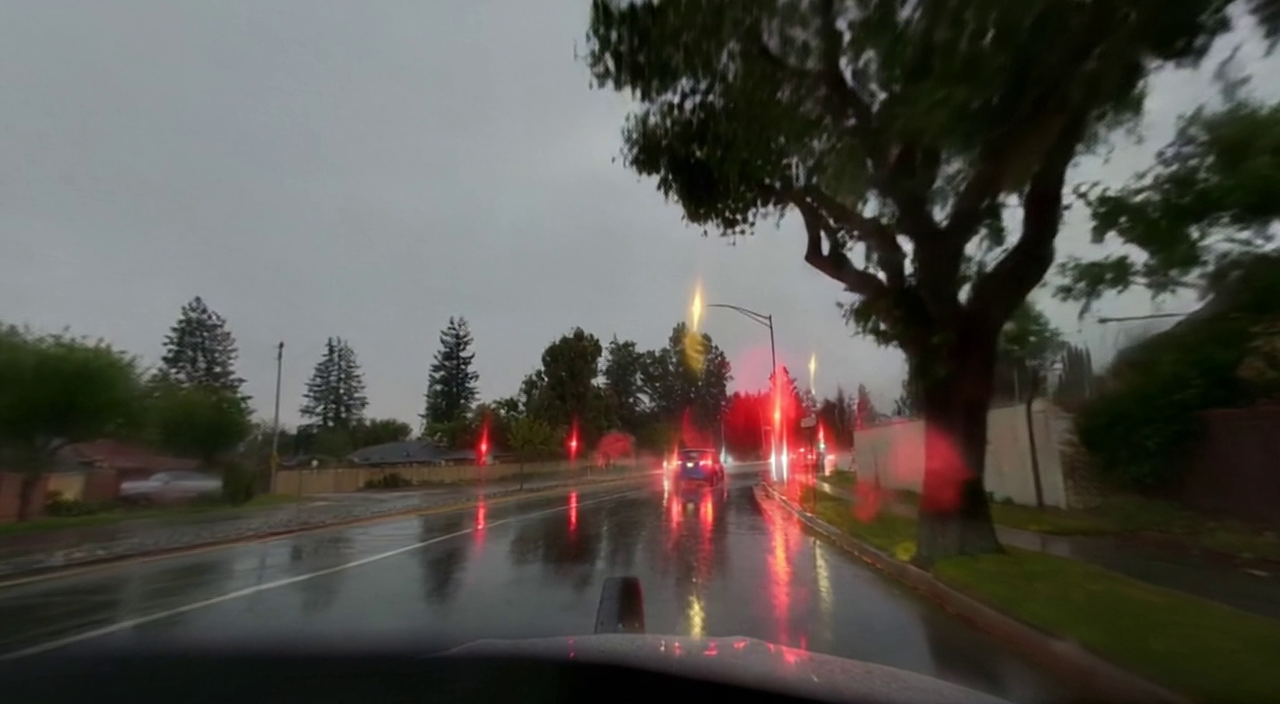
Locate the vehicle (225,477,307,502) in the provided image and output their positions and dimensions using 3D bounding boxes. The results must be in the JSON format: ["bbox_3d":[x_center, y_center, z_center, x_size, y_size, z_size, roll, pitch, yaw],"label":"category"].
[{"bbox_3d":[-28.524,10.460,48.106,4.697,1.691,2.486,0,-8,-2],"label":"vehicle"}]

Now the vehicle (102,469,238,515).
[{"bbox_3d":[-23.476,6.972,31.838,2.332,1.896,5.688,-1,-9,2],"label":"vehicle"}]

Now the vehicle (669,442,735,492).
[{"bbox_3d":[2.773,4.904,27.300,2.059,1.908,4.714,-3,-9,15],"label":"vehicle"}]
